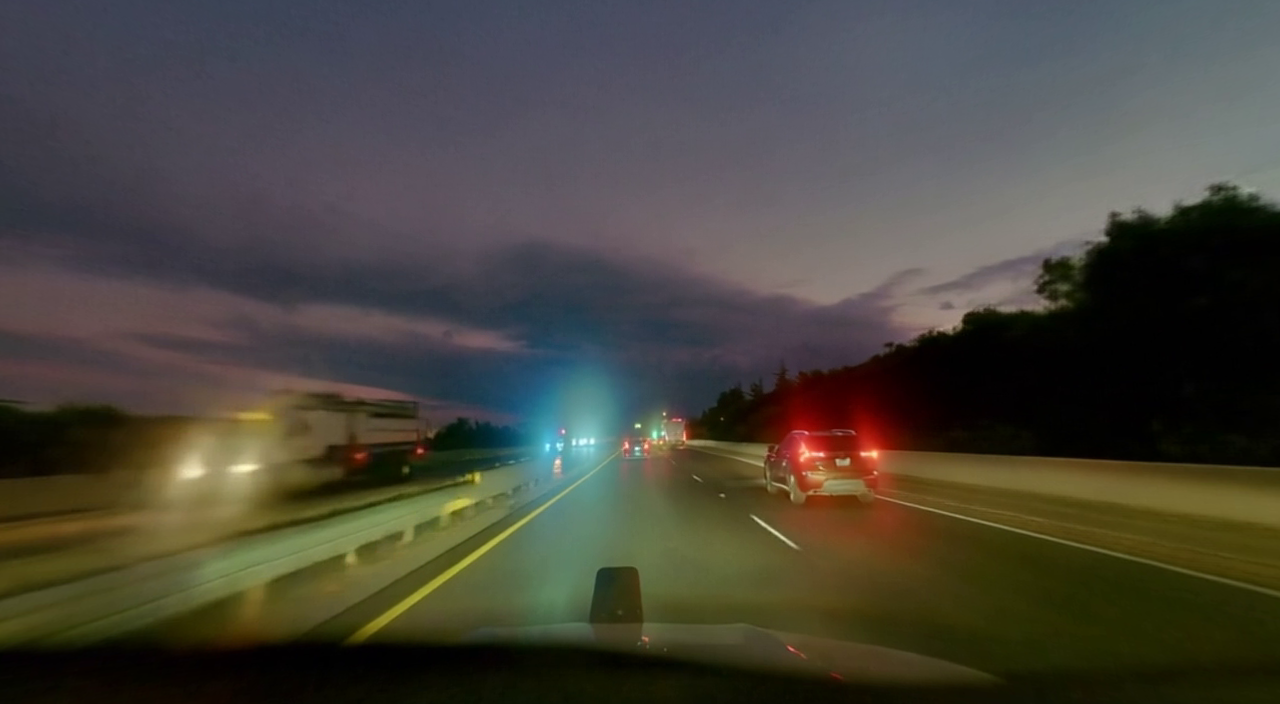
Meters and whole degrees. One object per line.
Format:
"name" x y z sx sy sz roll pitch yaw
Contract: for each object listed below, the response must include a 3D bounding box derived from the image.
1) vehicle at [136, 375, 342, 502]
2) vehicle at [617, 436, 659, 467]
"vehicle" -12.854 2.873 20.905 2.949 3.613 5.682 -1 -8 0
"vehicle" -0.090 5.093 32.430 2.004 1.472 4.075 0 -8 0
